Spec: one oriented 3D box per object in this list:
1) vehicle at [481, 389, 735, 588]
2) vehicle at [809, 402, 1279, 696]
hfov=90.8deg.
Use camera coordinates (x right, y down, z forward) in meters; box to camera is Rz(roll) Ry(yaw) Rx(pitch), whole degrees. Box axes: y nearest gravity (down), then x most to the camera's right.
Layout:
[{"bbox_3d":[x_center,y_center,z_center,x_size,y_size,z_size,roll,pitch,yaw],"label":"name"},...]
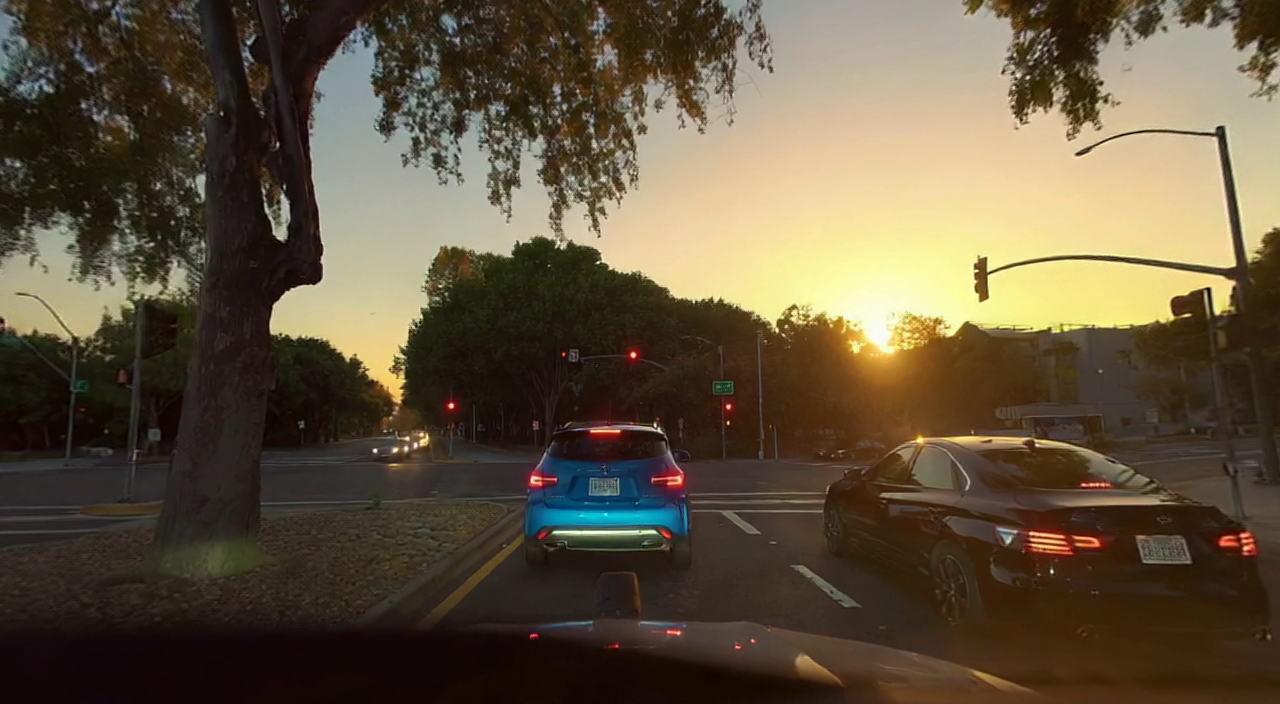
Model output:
[{"bbox_3d":[-0.344,1.528,7.808,2.247,1.760,4.231,0,-9,-2],"label":"vehicle"},{"bbox_3d":[3.171,1.401,5.764,1.932,1.562,4.629,0,-9,-1],"label":"vehicle"}]
